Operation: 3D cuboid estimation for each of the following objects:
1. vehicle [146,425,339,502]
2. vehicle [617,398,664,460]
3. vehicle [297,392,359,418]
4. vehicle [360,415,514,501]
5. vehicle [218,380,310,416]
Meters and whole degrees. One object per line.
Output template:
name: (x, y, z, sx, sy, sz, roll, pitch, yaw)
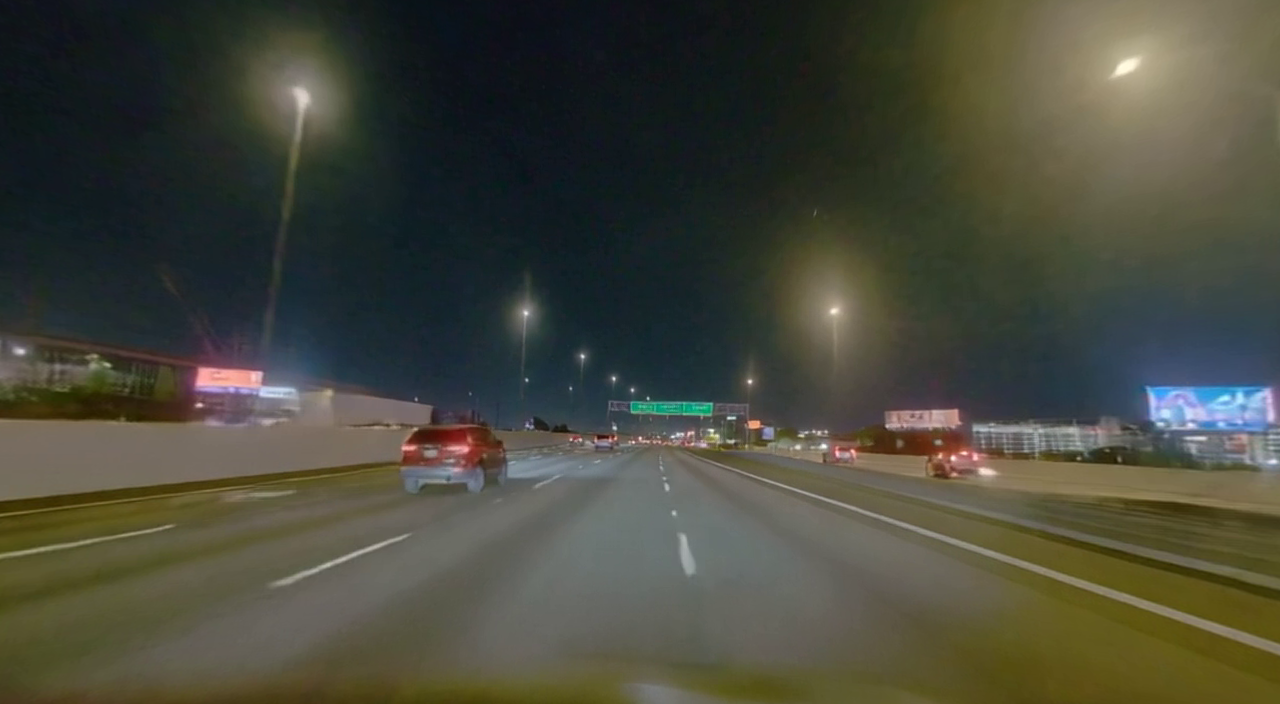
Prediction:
vehicle: (-8.810, 2.470, 14.414, 1.845, 1.493, 3.799, 0, -8, 2)
vehicle: (0.135, 5.770, 46.570, 3.024, 4.019, 10.605, 0, -8, 1)
vehicle: (-23.708, 4.082, 48.020, 1.990, 1.703, 5.121, 0, -8, 2)
vehicle: (-4.739, 2.536, 15.541, 2.119, 1.787, 4.655, 0, -8, 2)
vehicle: (-24.001, 3.058, 40.478, 2.348, 1.985, 5.488, 0, -8, 2)
